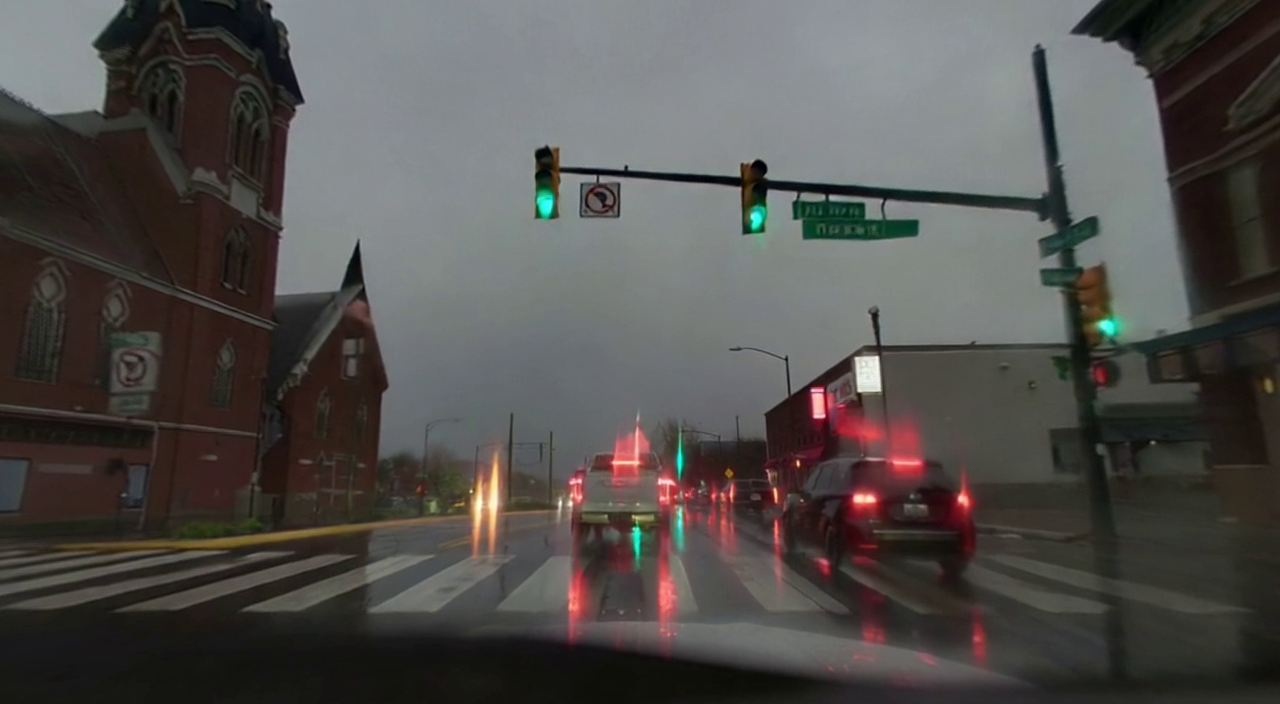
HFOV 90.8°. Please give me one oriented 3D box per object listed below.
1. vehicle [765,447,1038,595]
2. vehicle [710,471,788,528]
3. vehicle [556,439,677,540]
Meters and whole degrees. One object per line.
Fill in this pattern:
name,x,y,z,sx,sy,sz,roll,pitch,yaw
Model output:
vehicle,3.152,2.091,8.818,1.883,1.472,4.471,0,-8,0
vehicle,3.461,4.750,20.766,1.890,1.491,4.166,0,-8,1
vehicle,-0.436,2.774,13.461,2.168,1.776,4.135,0,-8,0
